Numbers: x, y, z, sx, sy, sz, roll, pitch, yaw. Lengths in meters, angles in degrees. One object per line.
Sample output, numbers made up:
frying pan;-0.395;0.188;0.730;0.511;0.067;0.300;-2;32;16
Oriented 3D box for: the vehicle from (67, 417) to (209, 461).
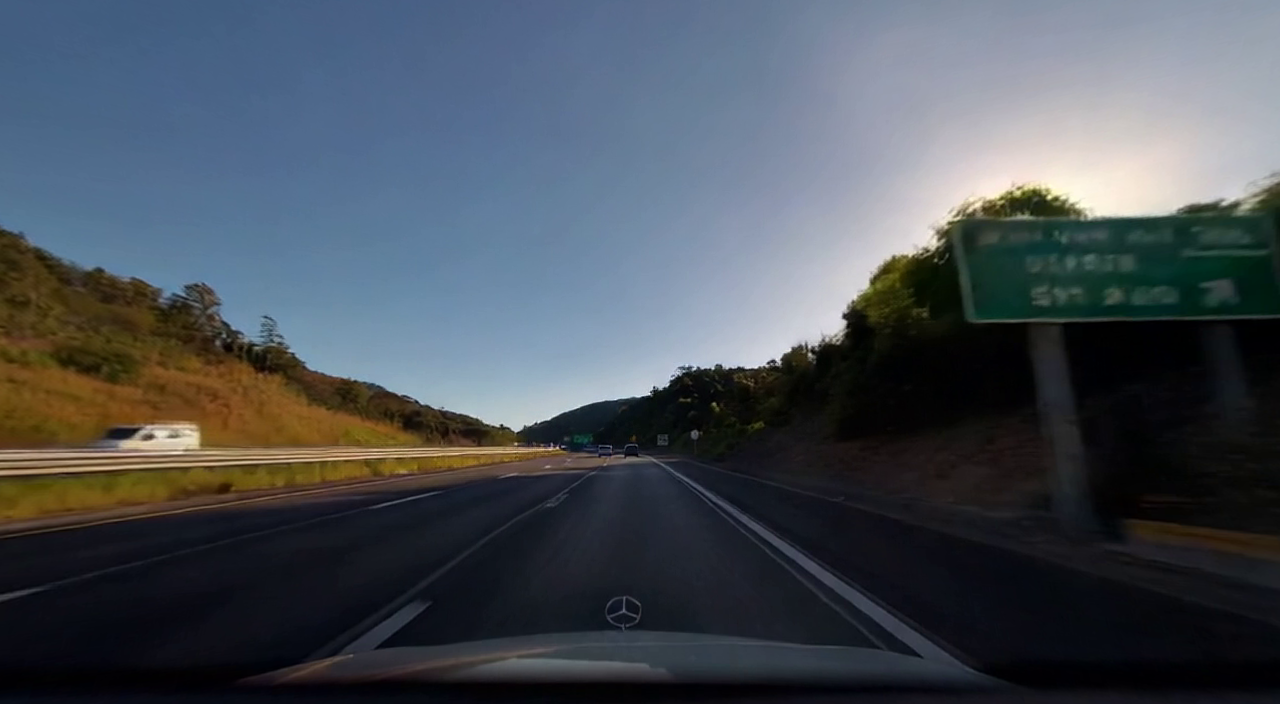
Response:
vehicle;-19.213;3.398;24.469;1.845;1.533;4.461;0;-9;-1
